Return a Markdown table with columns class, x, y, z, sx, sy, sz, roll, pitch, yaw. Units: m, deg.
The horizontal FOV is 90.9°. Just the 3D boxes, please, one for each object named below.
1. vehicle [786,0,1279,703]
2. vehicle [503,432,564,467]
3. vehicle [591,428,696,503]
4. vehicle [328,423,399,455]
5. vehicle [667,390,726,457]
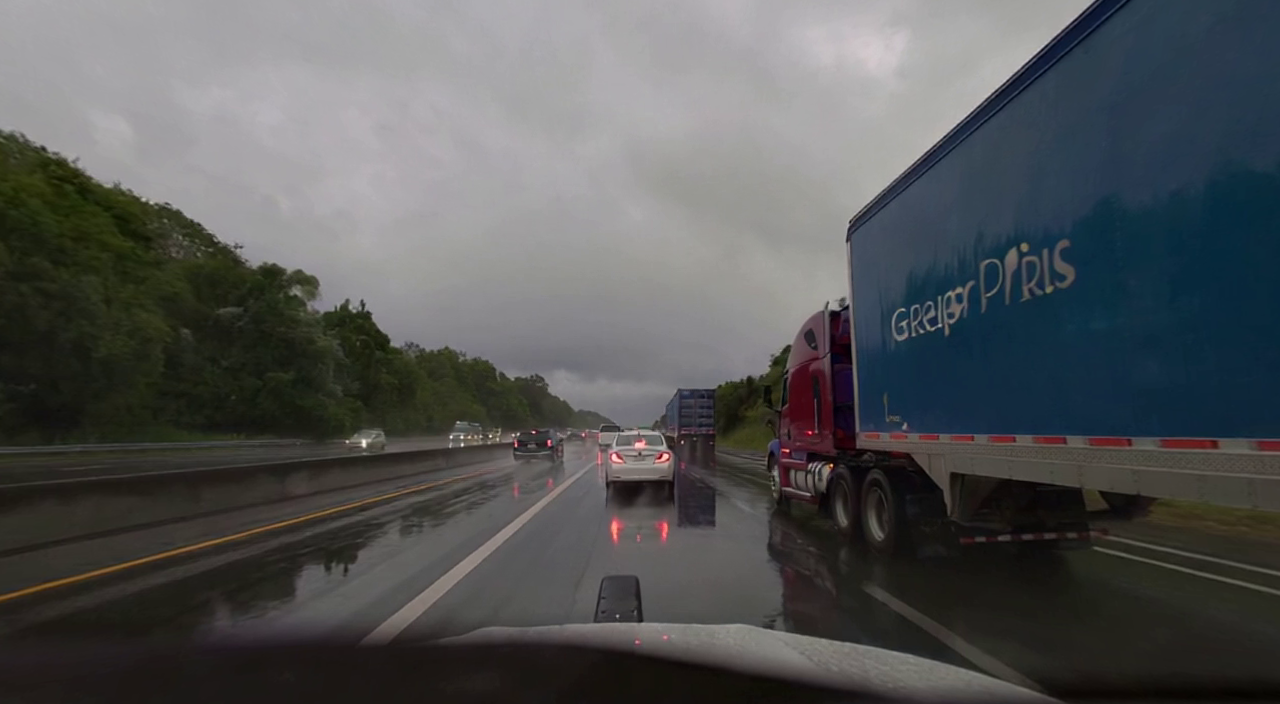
| class | x | y | z | sx | sy | sz | roll | pitch | yaw |
| --- | --- | --- | --- | --- | --- | --- | --- | --- | --- |
| vehicle | 4.142 | -0.140 | 4.225 | 2.816 | 4.070 | 14.136 | 0 | -8 | -1 |
| vehicle | -4.666 | 4.322 | 28.326 | 1.983 | 1.434 | 4.451 | 0 | -8 | 0 |
| vehicle | 0.021 | 2.440 | 14.062 | 2.021 | 1.435 | 3.611 | 0 | -8 | -2 |
| vehicle | -19.268 | 6.074 | 44.235 | 2.338 | 2.020 | 5.417 | 0 | -7 | 2 |
| vehicle | 3.701 | 5.237 | 45.237 | 2.869 | 4.067 | 13.731 | 0 | -8 | -1 |
